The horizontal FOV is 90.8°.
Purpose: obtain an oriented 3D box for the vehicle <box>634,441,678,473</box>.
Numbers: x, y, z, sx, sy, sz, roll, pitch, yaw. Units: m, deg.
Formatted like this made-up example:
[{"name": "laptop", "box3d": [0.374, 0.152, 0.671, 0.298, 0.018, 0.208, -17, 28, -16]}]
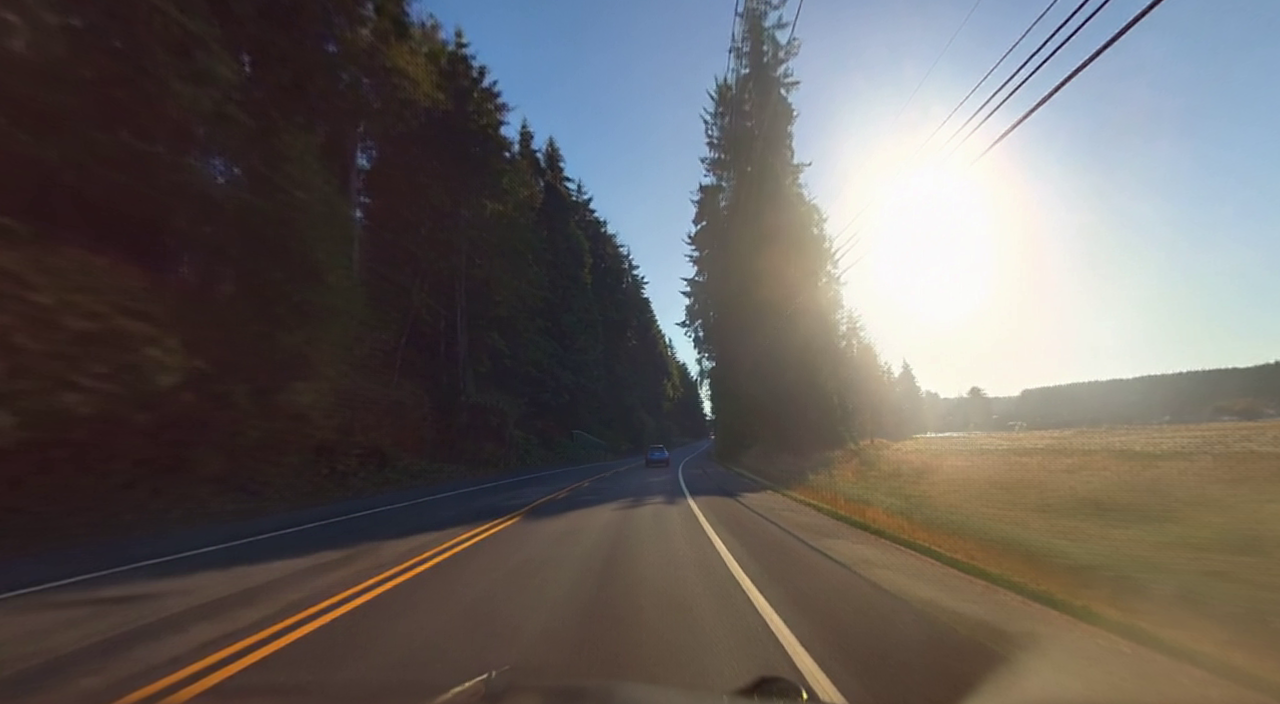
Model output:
[{"name": "vehicle", "box3d": [0.869, 5.252, 31.769, 2.059, 1.524, 3.963, -1, -9, 4]}]
